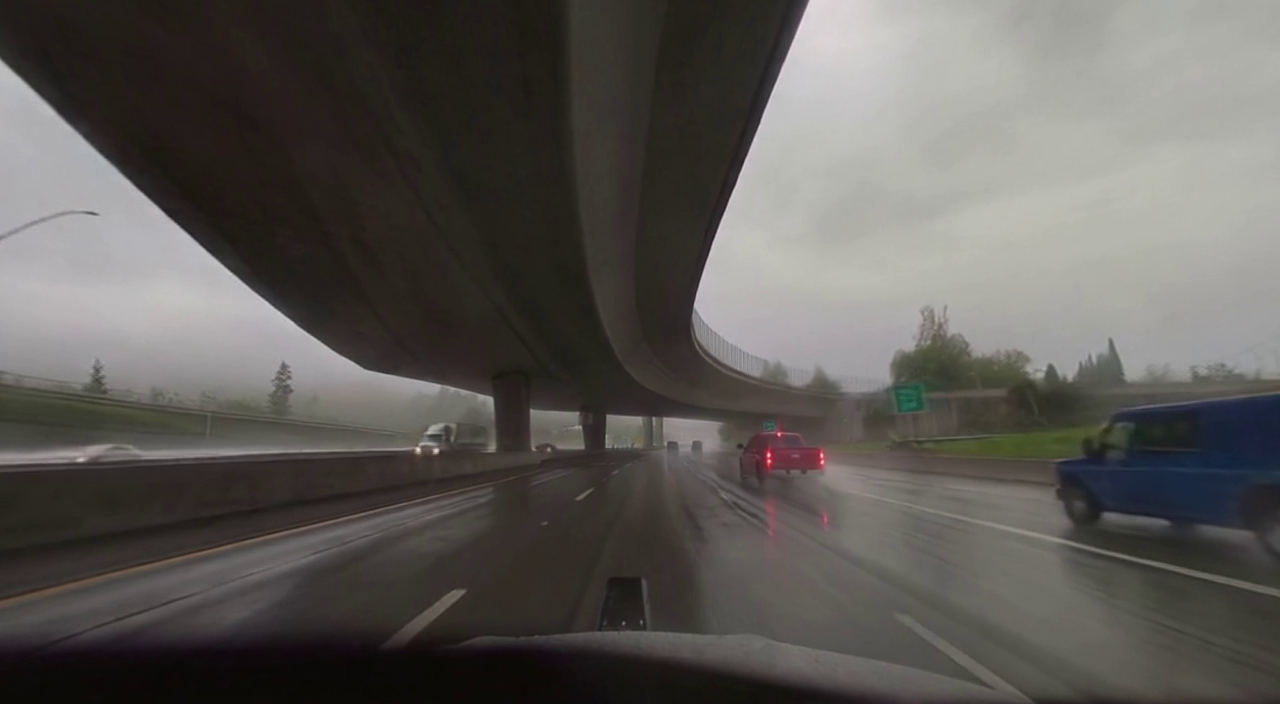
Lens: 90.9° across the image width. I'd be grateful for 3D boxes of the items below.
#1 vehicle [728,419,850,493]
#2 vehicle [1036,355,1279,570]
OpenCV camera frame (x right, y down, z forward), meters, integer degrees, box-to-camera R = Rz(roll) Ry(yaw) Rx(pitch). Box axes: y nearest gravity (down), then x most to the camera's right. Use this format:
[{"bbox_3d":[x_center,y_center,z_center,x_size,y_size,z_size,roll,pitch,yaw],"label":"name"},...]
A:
[{"bbox_3d":[4.531,3.294,20.330,2.505,2.020,5.532,0,-8,-1],"label":"vehicle"},{"bbox_3d":[8.057,1.393,8.171,2.229,2.317,5.399,0,-8,-1],"label":"vehicle"}]
